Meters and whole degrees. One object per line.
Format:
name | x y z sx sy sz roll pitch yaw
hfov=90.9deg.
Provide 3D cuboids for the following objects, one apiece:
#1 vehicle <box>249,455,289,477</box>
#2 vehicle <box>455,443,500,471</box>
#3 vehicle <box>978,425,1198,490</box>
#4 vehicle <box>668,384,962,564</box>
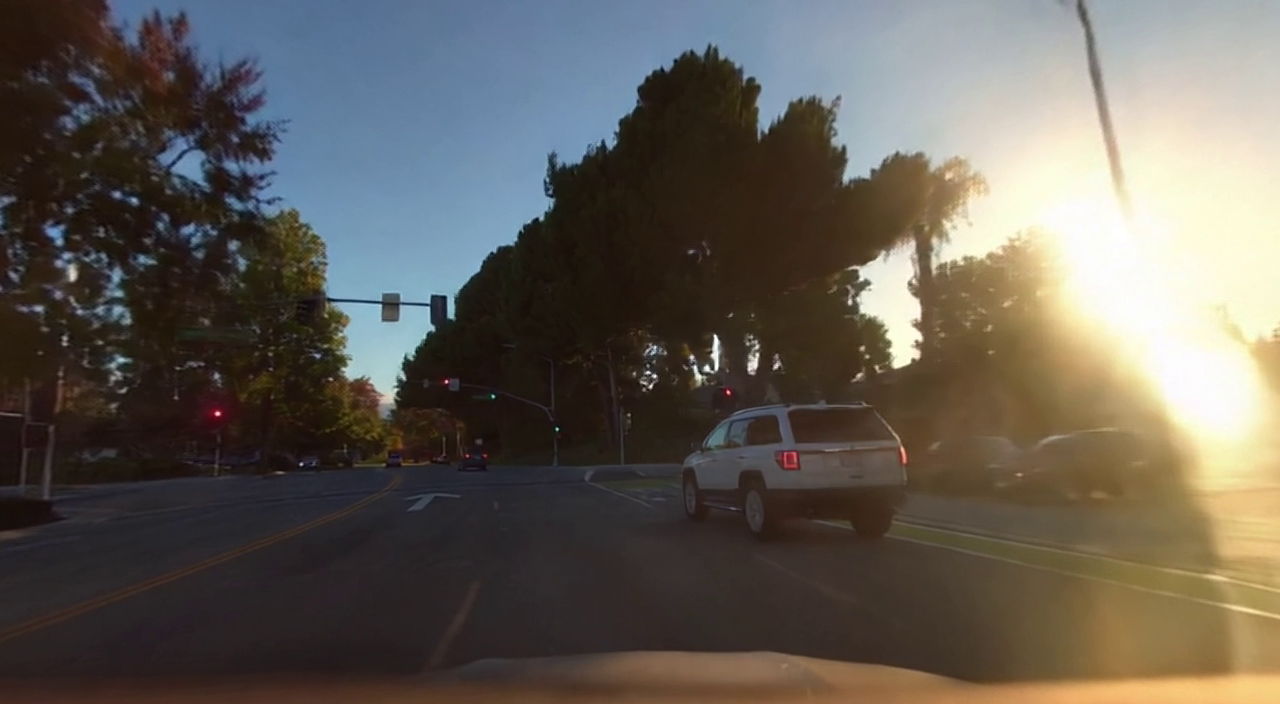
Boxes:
vehicle | -28.788 8.821 49.017 1.955 1.509 4.640 0 -8 -21
vehicle | -10.798 6.873 41.686 2.138 1.729 4.178 4 -9 -24
vehicle | 11.414 2.697 16.269 4.169 1.527 2.053 0 -9 -6
vehicle | 2.250 1.841 10.314 2.338 2.063 5.592 1 -9 -11
